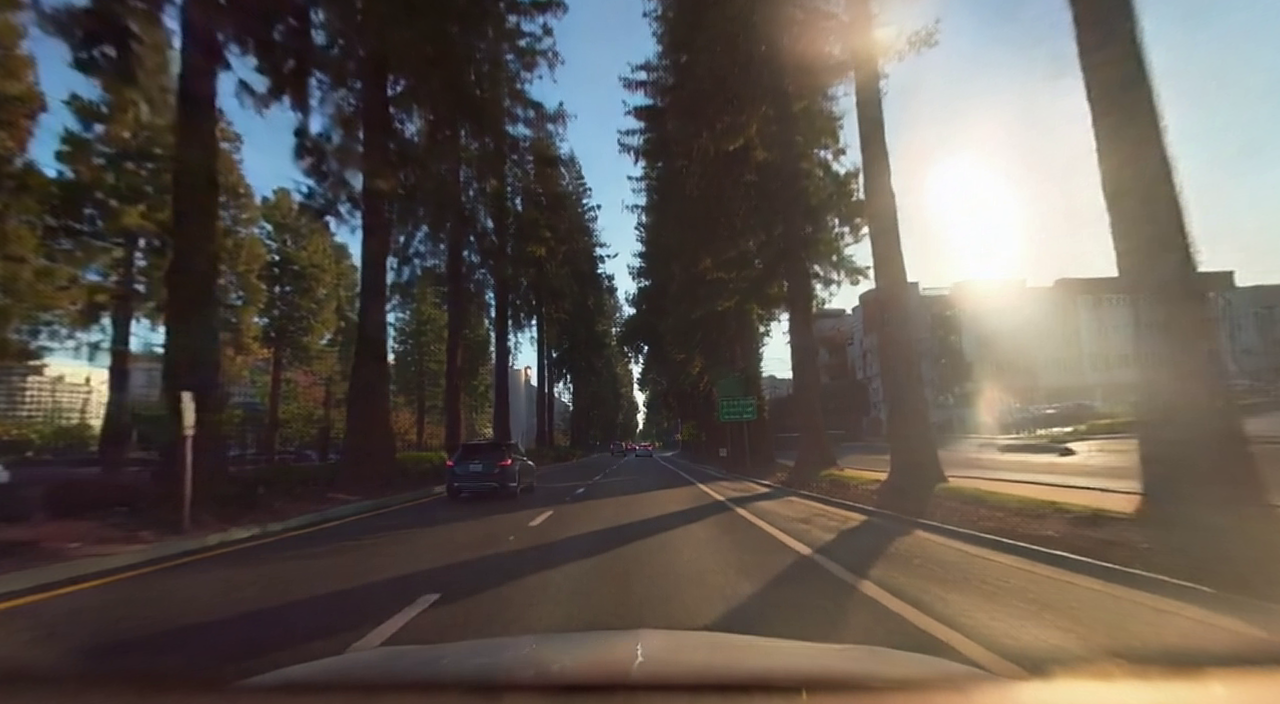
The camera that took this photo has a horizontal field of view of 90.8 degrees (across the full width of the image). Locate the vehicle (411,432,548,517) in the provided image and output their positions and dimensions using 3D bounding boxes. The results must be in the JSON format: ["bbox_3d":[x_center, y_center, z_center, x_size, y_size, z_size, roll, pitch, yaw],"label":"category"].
[{"bbox_3d":[-3.354,2.644,14.117,1.942,1.588,4.172,0,-9,0],"label":"vehicle"}]
